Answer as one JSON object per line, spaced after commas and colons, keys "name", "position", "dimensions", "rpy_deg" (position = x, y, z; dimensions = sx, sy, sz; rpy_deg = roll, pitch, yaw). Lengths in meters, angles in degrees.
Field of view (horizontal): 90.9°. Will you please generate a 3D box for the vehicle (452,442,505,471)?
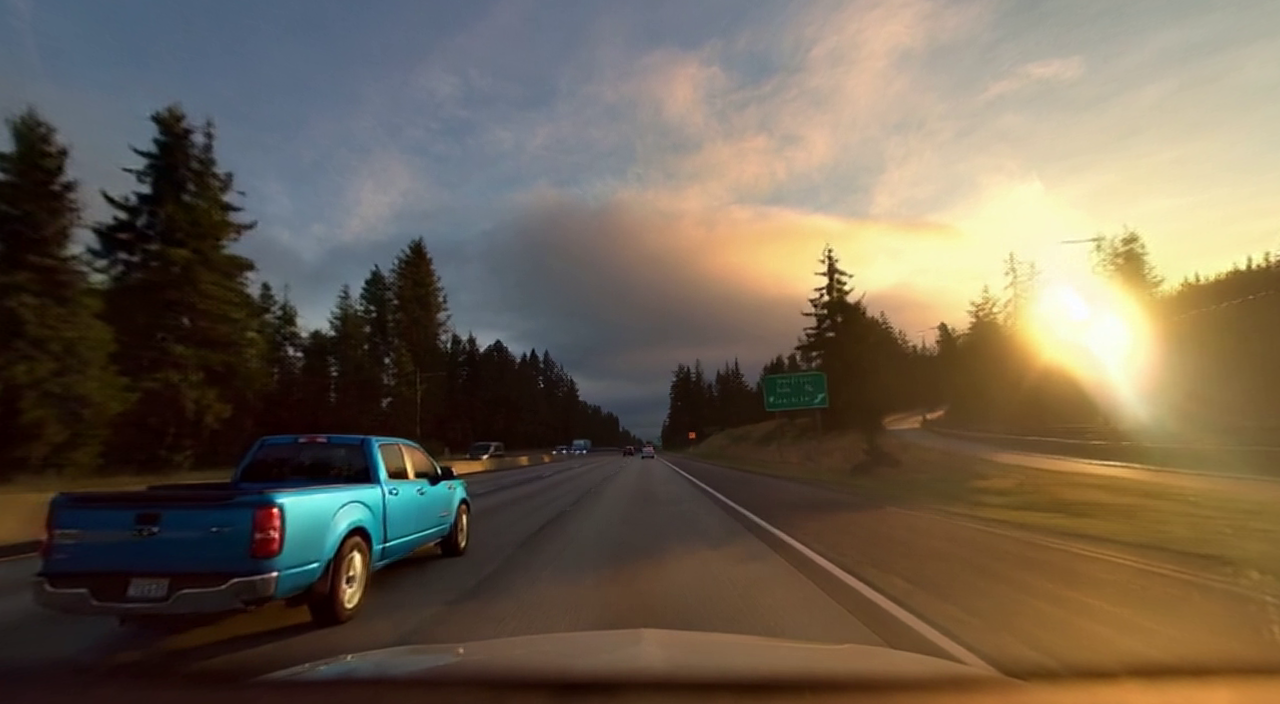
{"name": "vehicle", "position": [-11.545, 7.488, 45.499], "dimensions": [2.263, 1.924, 5.585], "rpy_deg": [-1, -8, 1]}
